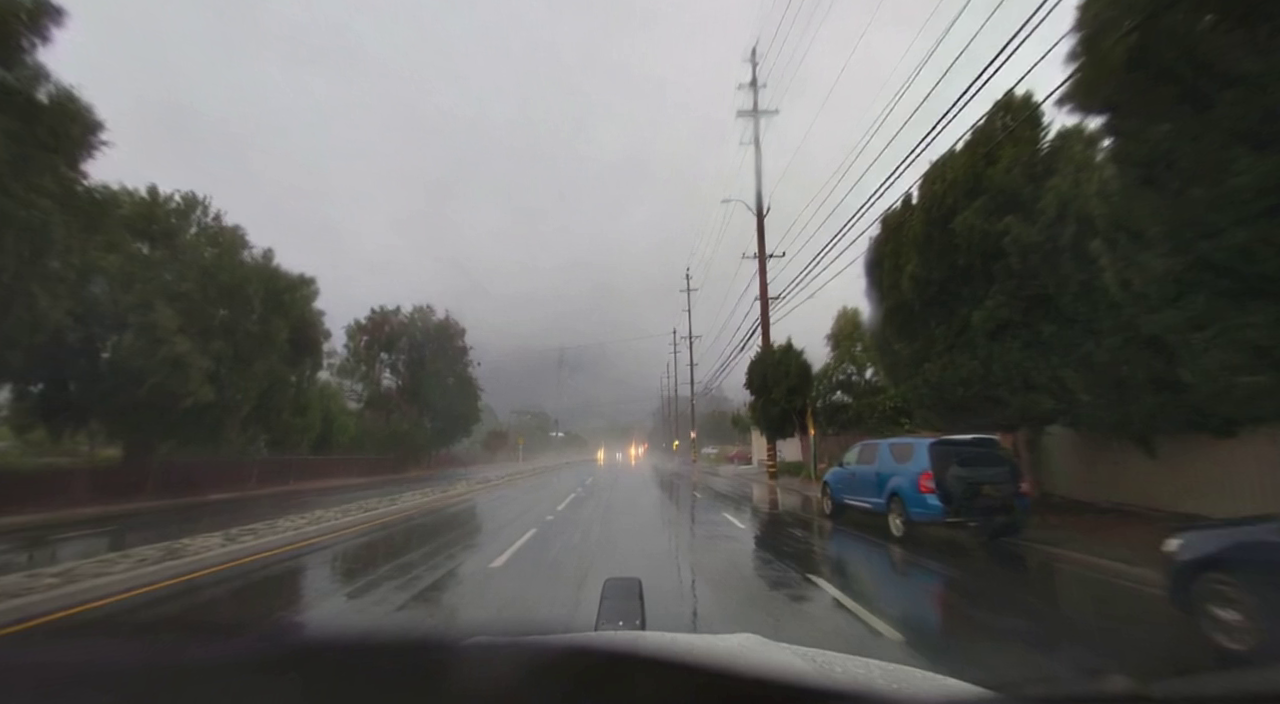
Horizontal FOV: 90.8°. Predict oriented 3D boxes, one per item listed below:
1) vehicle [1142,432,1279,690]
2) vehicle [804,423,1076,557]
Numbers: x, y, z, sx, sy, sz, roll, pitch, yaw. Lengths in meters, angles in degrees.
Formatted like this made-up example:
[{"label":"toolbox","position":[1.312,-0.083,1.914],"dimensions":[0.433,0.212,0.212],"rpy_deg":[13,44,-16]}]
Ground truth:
[{"label":"vehicle","position":[4.675,1.029,2.425],"dimensions":[1.913,1.486,4.355],"rpy_deg":[0,-9,0]},{"label":"vehicle","position":[4.537,2.162,10.667],"dimensions":[2.092,1.713,4.830],"rpy_deg":[0,-9,-2]}]
